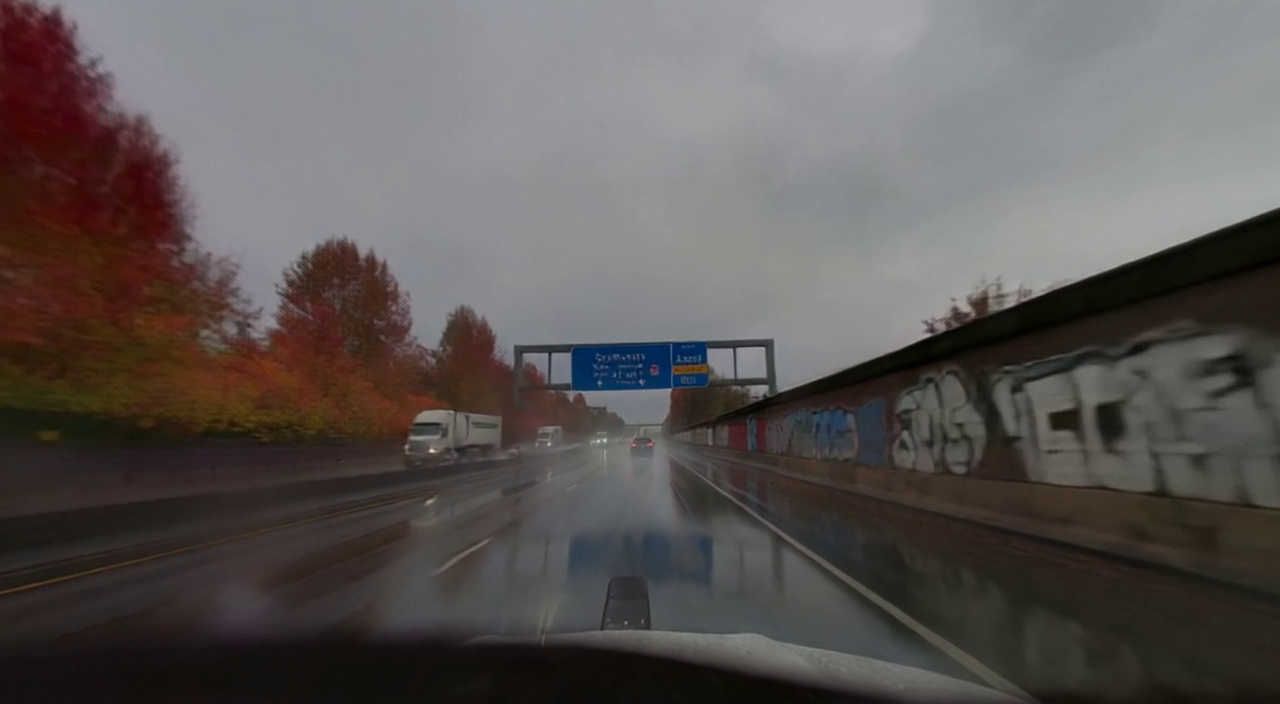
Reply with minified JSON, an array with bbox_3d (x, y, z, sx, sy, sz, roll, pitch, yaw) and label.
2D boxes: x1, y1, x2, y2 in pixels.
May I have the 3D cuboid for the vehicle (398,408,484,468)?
[{"bbox_3d":[-14.520,6.454,47.009,2.994,3.947,9.906,0,-8,1],"label":"vehicle"}]
